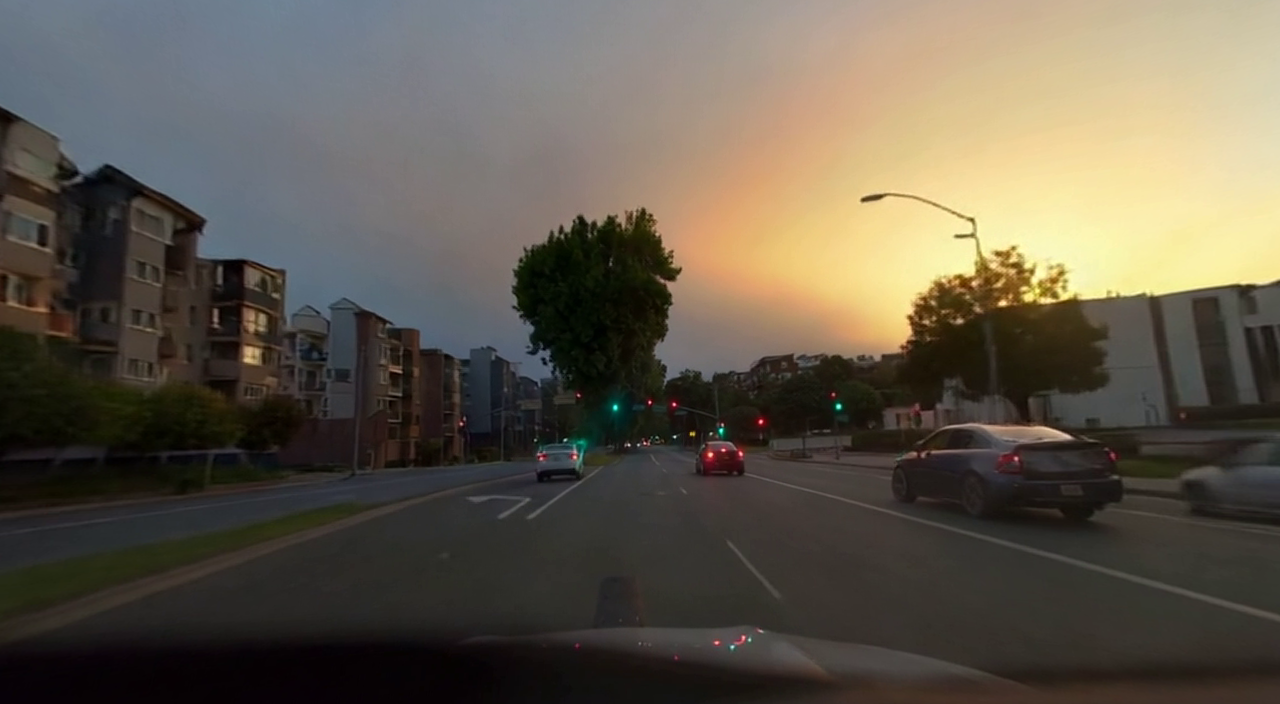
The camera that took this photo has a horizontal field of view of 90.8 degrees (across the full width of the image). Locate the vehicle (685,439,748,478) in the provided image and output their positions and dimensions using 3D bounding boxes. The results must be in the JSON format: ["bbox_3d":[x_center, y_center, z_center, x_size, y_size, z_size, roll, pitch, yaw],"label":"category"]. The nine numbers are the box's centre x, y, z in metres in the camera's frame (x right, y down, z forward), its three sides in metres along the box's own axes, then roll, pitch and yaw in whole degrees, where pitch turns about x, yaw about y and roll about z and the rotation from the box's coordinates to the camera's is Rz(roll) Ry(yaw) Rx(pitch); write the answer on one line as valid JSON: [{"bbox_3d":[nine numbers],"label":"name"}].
[{"bbox_3d":[3.084,4.413,26.392,2.003,1.480,4.494,0,-9,-1],"label":"vehicle"}]

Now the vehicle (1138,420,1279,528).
[{"bbox_3d":[10.277,1.838,9.651,1.905,1.545,4.227,-1,-9,1],"label":"vehicle"}]

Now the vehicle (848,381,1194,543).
[{"bbox_3d":[5.740,1.809,10.890,2.427,2.017,5.763,0,-8,1],"label":"vehicle"}]

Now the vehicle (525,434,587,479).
[{"bbox_3d":[-3.407,4.355,26.511,2.065,1.716,4.265,0,-9,-1],"label":"vehicle"}]
